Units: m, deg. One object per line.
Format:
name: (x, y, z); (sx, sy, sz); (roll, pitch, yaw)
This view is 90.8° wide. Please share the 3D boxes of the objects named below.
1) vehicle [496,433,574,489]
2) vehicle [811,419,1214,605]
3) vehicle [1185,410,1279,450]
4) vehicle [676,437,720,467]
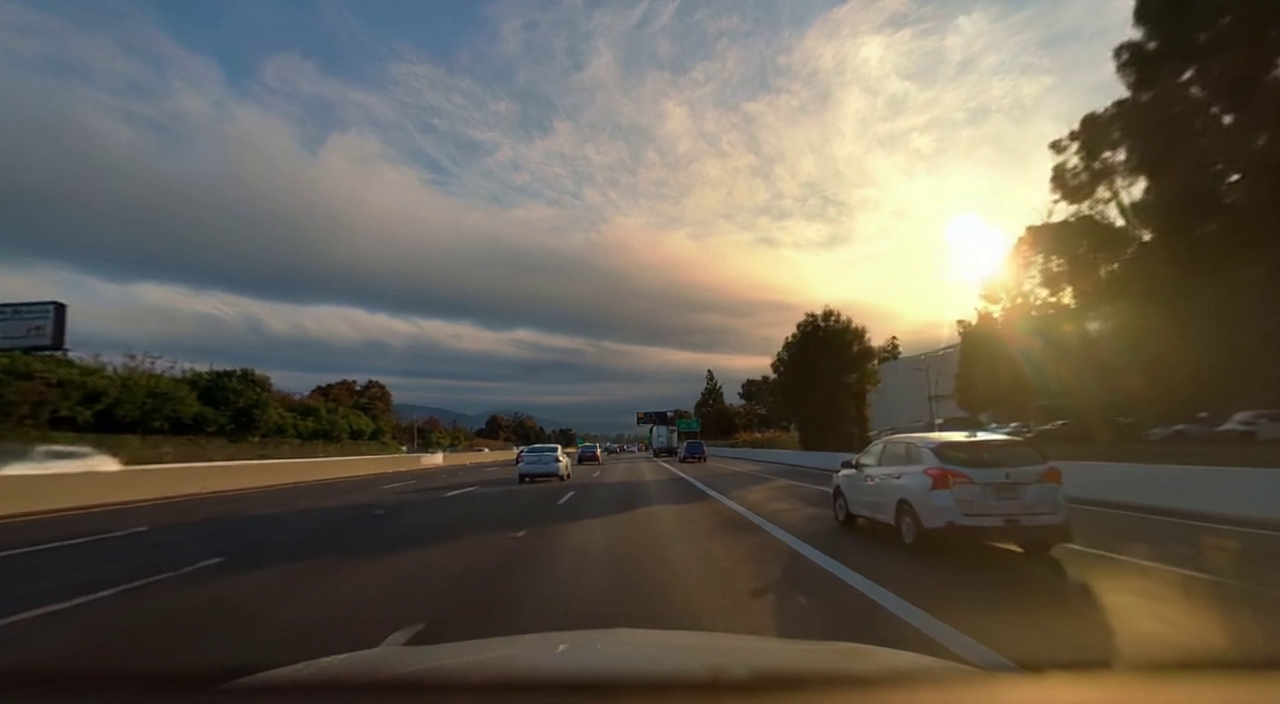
vehicle: (-3.616, 3.842, 22.618); (1.987, 1.765, 4.508); (0, -8, 0)
vehicle: (3.737, 1.673, 7.628); (1.957, 1.510, 4.643); (0, -8, -1)
vehicle: (29.189, 3.714, 29.952); (4.686, 1.840, 2.075); (0, -8, -1)
vehicle: (3.621, 6.326, 40.156); (2.198, 1.807, 4.530); (0, -8, -2)
